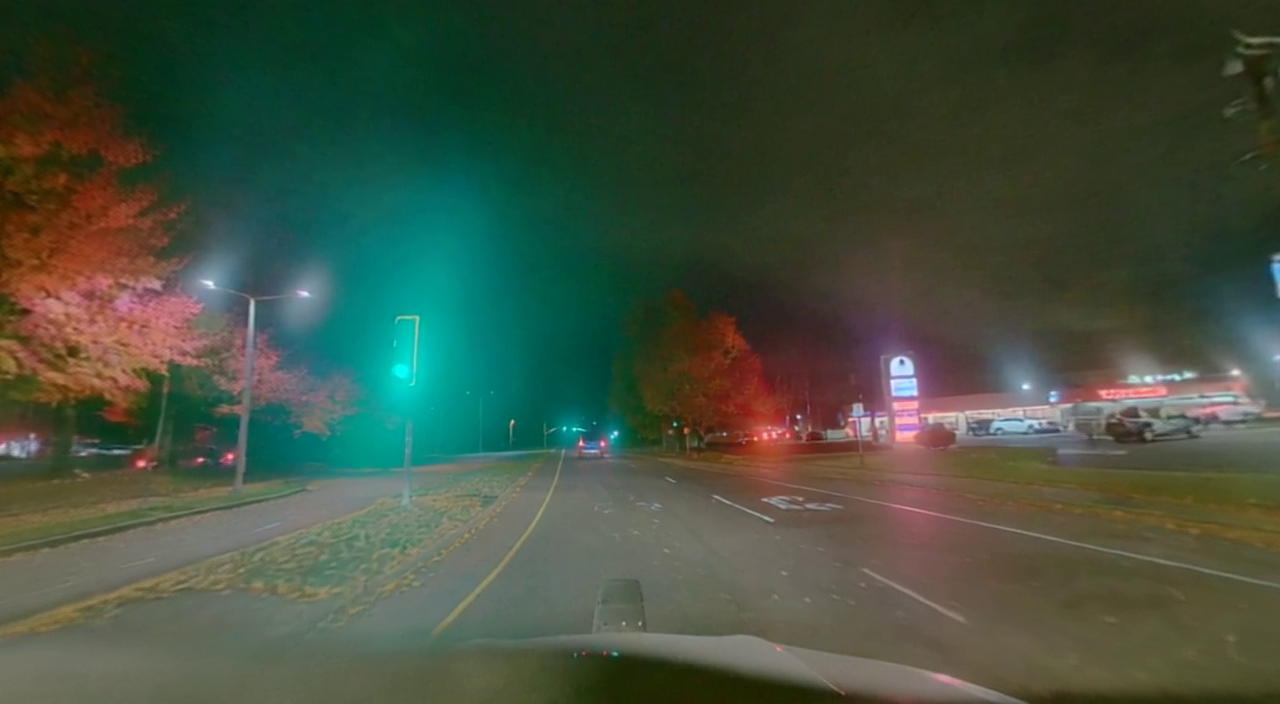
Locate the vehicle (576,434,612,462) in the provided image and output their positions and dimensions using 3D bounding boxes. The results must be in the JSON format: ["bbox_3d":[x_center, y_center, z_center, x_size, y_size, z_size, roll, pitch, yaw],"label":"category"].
[{"bbox_3d":[-3.275,6.643,43.922,2.146,1.814,5.110,1,-8,-8],"label":"vehicle"}]
